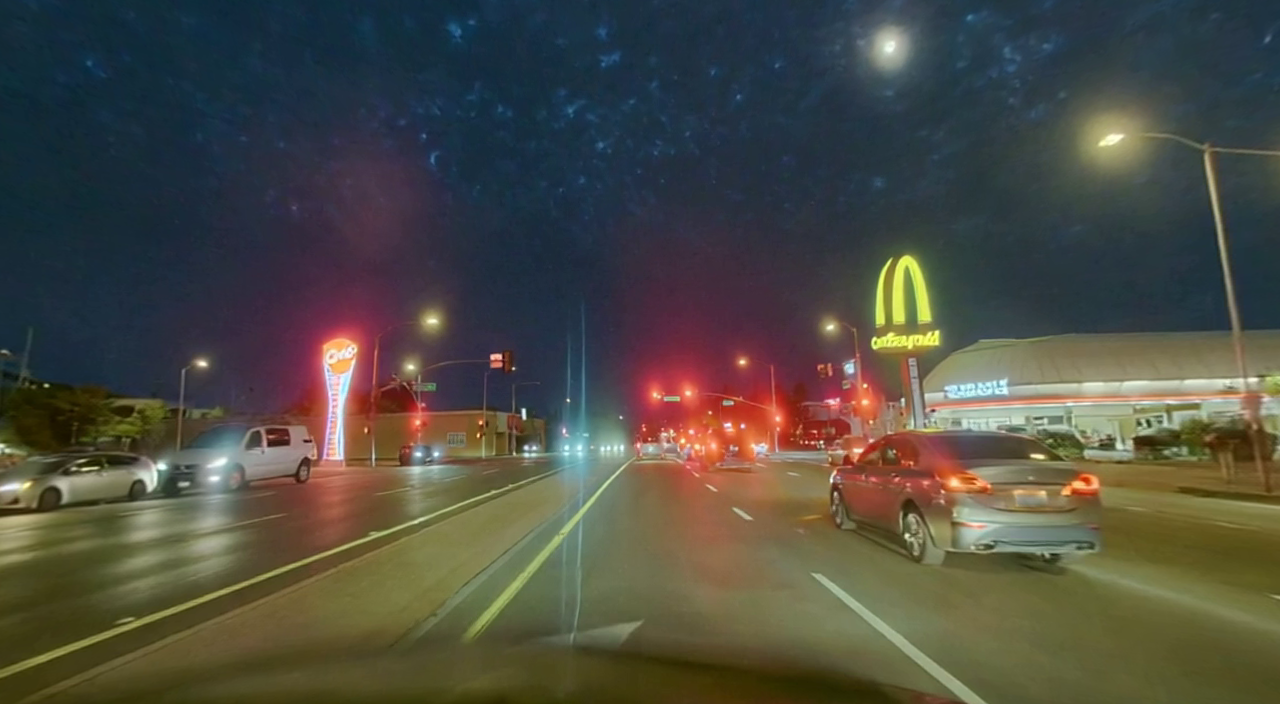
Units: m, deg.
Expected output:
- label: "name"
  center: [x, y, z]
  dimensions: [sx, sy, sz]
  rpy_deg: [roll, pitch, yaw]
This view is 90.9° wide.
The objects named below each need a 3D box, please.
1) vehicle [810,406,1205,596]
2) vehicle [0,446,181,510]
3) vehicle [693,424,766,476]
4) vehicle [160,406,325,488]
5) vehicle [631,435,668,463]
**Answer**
- label: "vehicle"
  center: [3.580, 1.529, 7.378]
  dimensions: [1.932, 1.517, 4.430]
  rpy_deg: [0, -8, 0]
- label: "vehicle"
  center: [-15.529, 3.358, 17.430]
  dimensions: [1.985, 1.484, 4.879]
  rpy_deg: [0, -8, 0]
- label: "vehicle"
  center: [3.339, 3.775, 24.533]
  dimensions: [2.038, 1.787, 4.946]
  rpy_deg: [0, -8, -1]
- label: "vehicle"
  center: [-15.194, 3.707, 24.740]
  dimensions: [2.371, 2.799, 5.978]
  rpy_deg: [0, -8, 1]
- label: "vehicle"
  center: [0.507, 5.670, 36.923]
  dimensions: [2.073, 1.496, 3.892]
  rpy_deg: [0, -8, -1]
